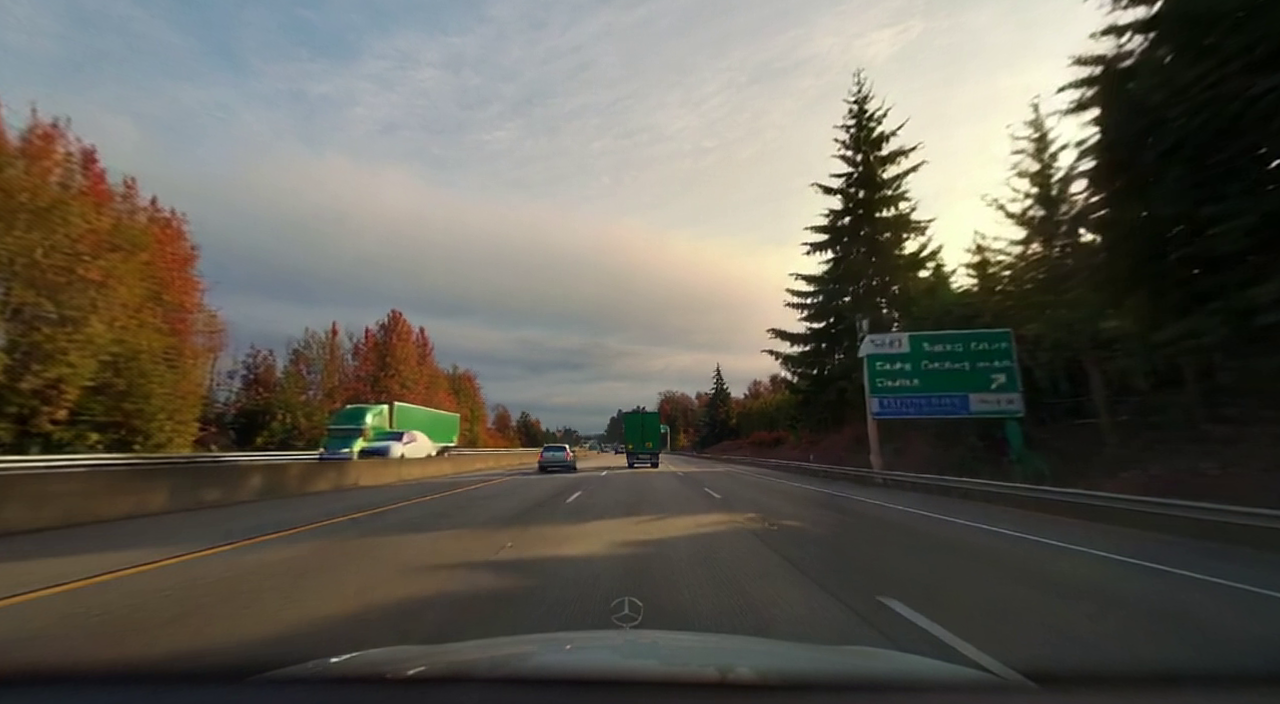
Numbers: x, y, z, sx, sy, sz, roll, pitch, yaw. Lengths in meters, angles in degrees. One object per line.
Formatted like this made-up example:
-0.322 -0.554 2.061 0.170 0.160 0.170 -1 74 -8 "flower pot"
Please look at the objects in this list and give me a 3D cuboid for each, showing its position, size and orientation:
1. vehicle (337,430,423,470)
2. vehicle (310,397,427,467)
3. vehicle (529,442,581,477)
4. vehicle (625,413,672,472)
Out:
-13.268 5.069 32.617 2.234 1.894 5.228 0 -9 0 "vehicle"
-17.106 5.324 40.806 2.929 3.987 10.111 0 -9 0 "vehicle"
-4.265 5.451 32.079 2.079 1.656 3.965 0 -9 0 "vehicle"
0.424 6.296 43.660 2.893 3.628 9.081 0 -9 -1 "vehicle"
